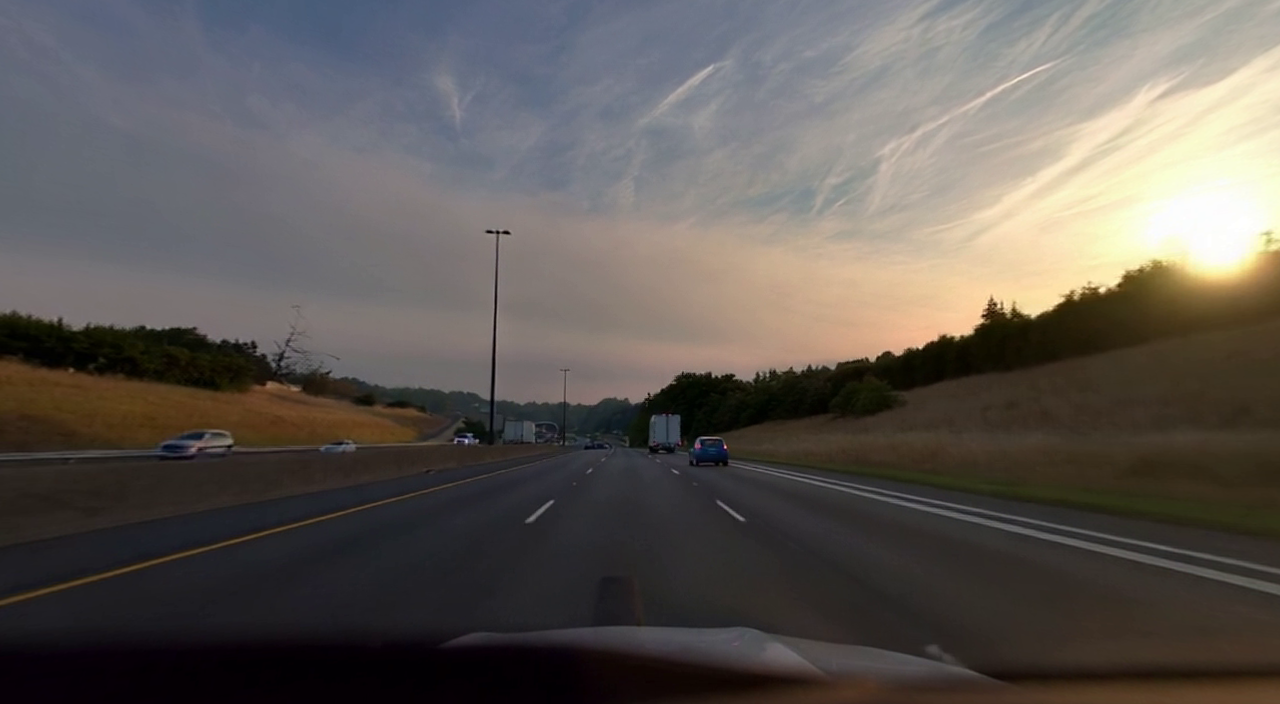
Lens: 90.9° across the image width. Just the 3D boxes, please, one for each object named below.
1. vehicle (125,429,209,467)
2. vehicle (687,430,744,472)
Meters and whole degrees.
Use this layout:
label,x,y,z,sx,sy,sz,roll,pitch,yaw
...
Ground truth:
label,x,y,z,sx,sy,sz,roll,pitch,yaw
vehicle,-36.286,7.355,48.577,2.260,2.710,5.363,0,-8,0
vehicle,3.578,4.803,30.822,2.076,1.914,4.287,0,-8,-2
